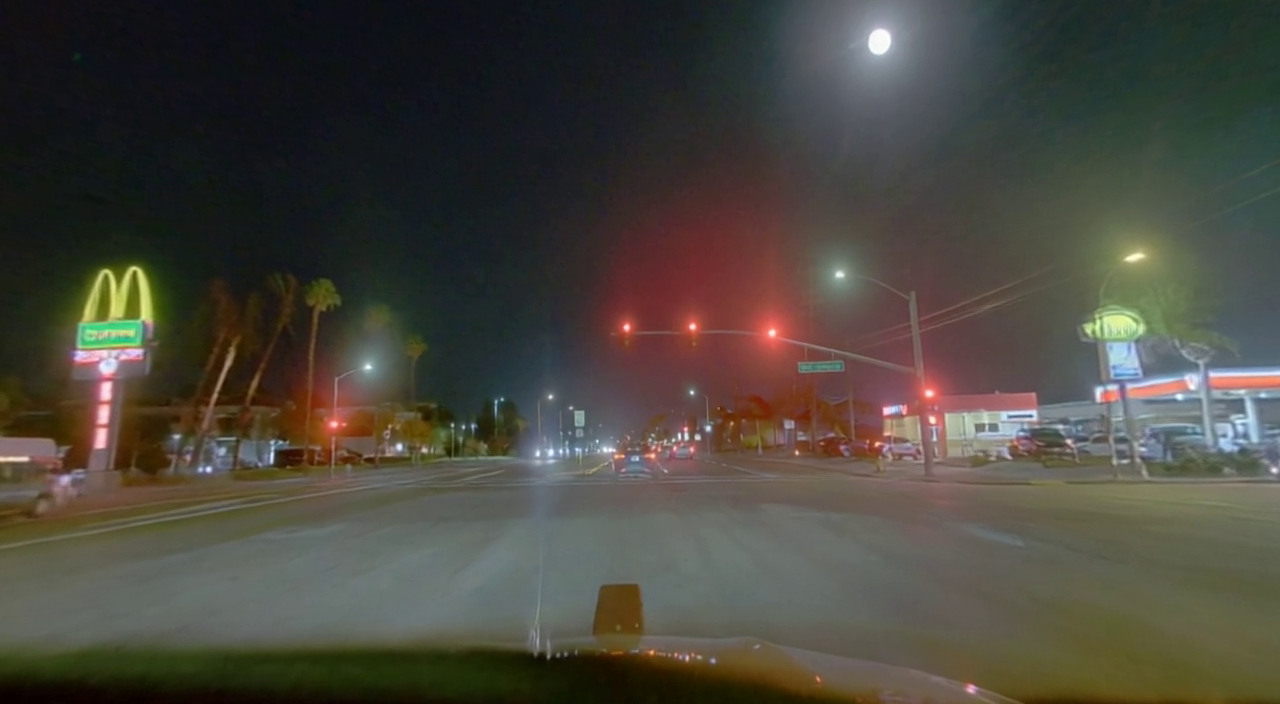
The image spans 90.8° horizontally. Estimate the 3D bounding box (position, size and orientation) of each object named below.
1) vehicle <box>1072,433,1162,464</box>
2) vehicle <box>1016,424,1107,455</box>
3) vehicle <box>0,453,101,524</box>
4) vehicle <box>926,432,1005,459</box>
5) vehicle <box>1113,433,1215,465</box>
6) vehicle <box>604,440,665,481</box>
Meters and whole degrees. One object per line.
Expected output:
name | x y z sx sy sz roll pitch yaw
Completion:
vehicle | 24.146 4.870 32.142 1.738 1.462 3.609 0 -8 0
vehicle | 24.395 5.093 36.694 3.783 1.560 1.853 -4 -10 9
vehicle | -15.194 3.112 14.317 1.896 1.508 4.659 0 -8 -1
vehicle | 19.431 5.601 37.843 3.833 1.495 1.892 -3 -8 17
vehicle | 26.226 4.841 31.804 1.923 1.501 3.849 0 -8 2
vehicle | -0.259 4.361 25.822 2.270 1.475 4.571 0 -8 -1
